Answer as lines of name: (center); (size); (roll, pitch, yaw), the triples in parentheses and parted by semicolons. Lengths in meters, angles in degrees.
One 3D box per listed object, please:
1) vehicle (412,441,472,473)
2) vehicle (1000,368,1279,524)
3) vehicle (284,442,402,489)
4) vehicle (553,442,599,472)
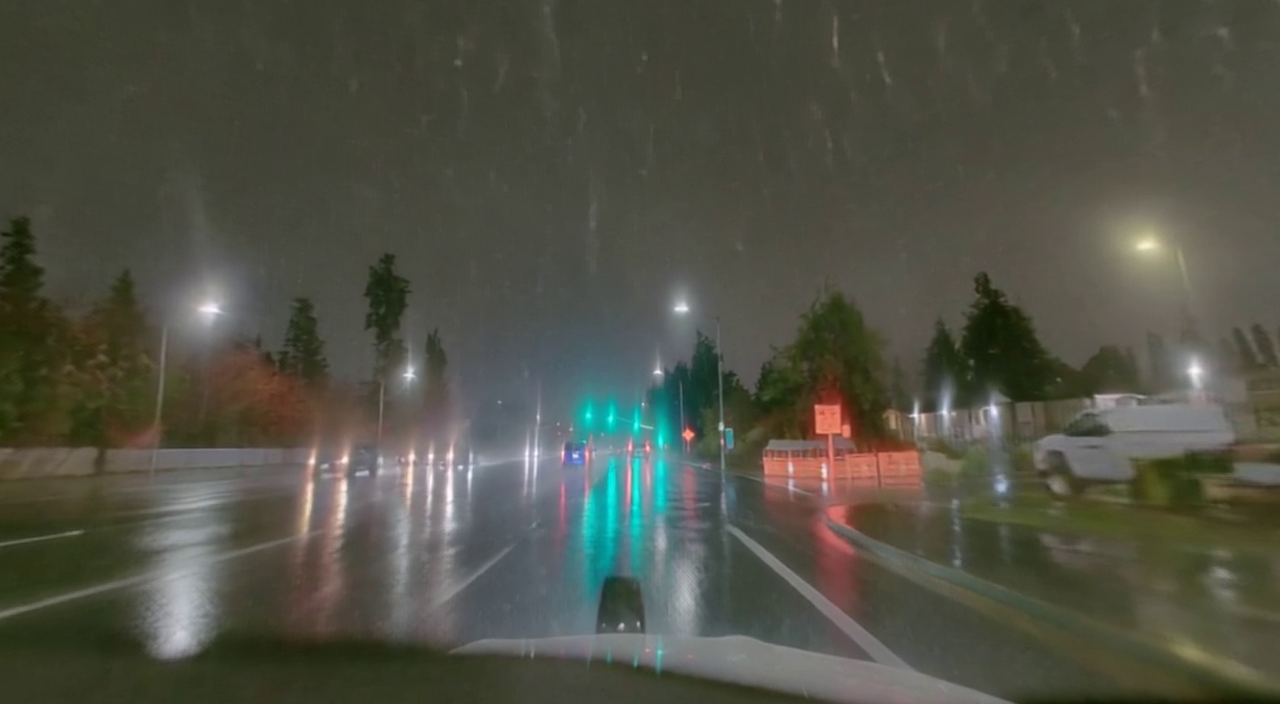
vehicle: (-11.210, 5.978, 35.982); (2.014, 1.674, 4.337); (0, -9, -1)
vehicle: (9.061, 1.626, 10.942); (2.352, 1.991, 5.862); (0, -9, 3)
vehicle: (-10.629, 4.083, 23.022); (2.009, 1.541, 4.753); (0, -9, -1)
vehicle: (-3.822, 6.363, 38.337); (2.198, 1.663, 4.519); (0, -9, 2)
